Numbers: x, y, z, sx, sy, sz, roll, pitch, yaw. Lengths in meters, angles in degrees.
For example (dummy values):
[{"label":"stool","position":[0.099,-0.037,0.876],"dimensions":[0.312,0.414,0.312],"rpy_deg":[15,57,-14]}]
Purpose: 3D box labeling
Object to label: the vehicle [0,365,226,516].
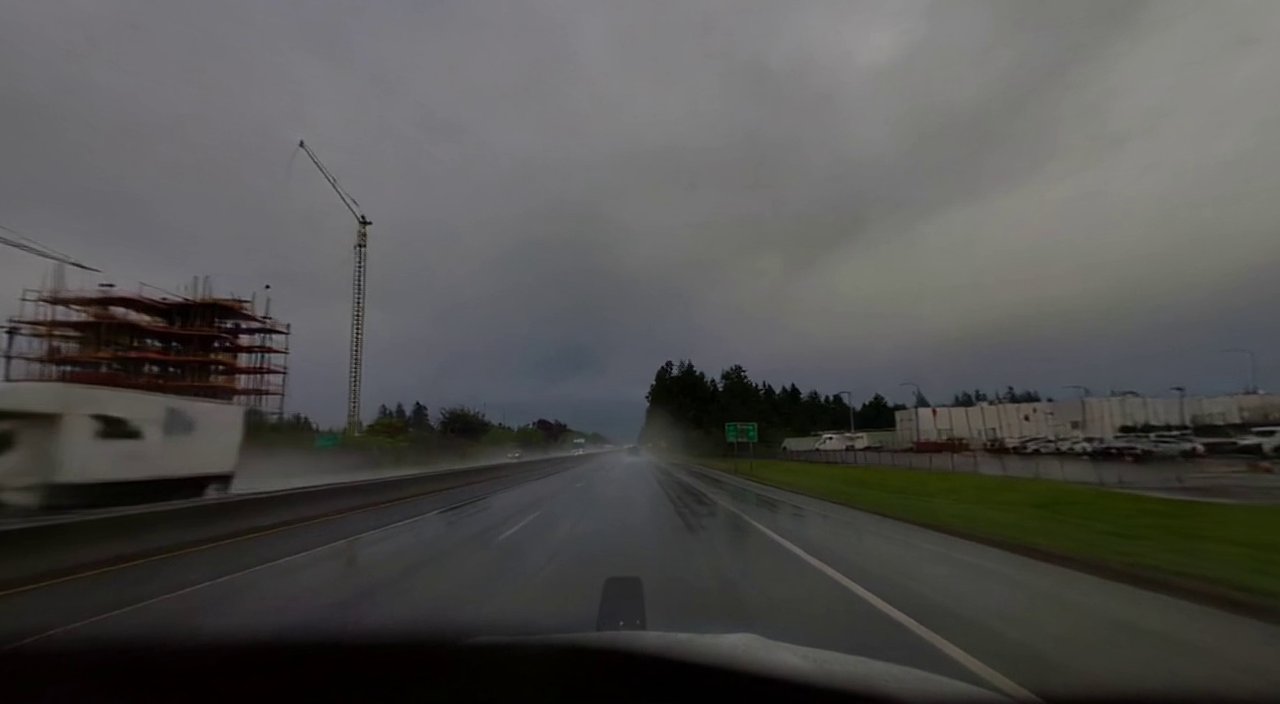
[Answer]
[{"label":"vehicle","position":[-16.308,2.561,17.954],"dimensions":[2.917,3.480,8.865],"rpy_deg":[0,-9,0]}]
